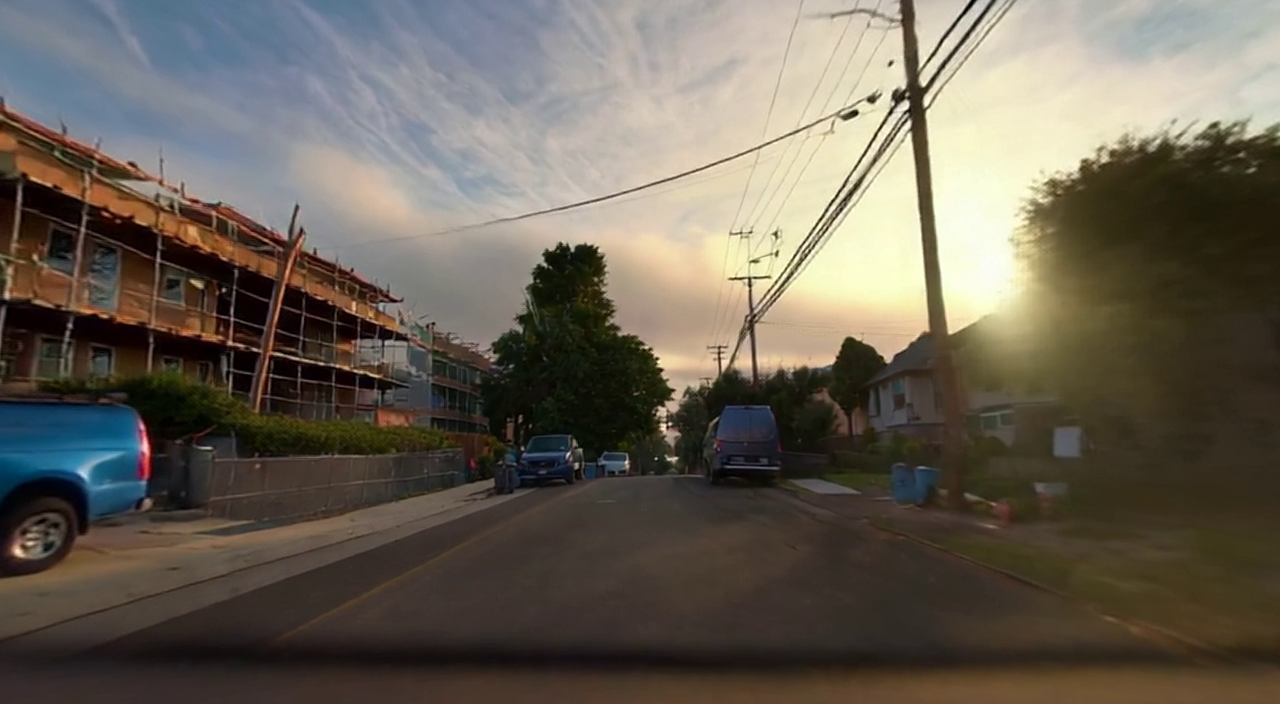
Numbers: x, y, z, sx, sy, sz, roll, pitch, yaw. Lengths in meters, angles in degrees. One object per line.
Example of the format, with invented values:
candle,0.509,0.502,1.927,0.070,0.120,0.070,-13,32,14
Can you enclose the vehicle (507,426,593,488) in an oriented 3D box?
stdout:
vehicle,-3.342,3.949,24.397,2.171,1.910,4.789,-2,-4,5

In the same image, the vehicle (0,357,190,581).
vehicle,-6.811,0.877,4.545,2.238,1.895,5.648,-2,-9,11

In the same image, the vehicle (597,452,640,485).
vehicle,-1.317,7.501,40.986,2.257,1.916,5.089,-1,-8,5

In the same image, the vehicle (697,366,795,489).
vehicle,3.724,3.228,24.603,2.915,3.793,9.963,0,-11,5

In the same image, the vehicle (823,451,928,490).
vehicle,13.290,6.712,35.868,5.321,1.857,1.976,-1,-3,12
